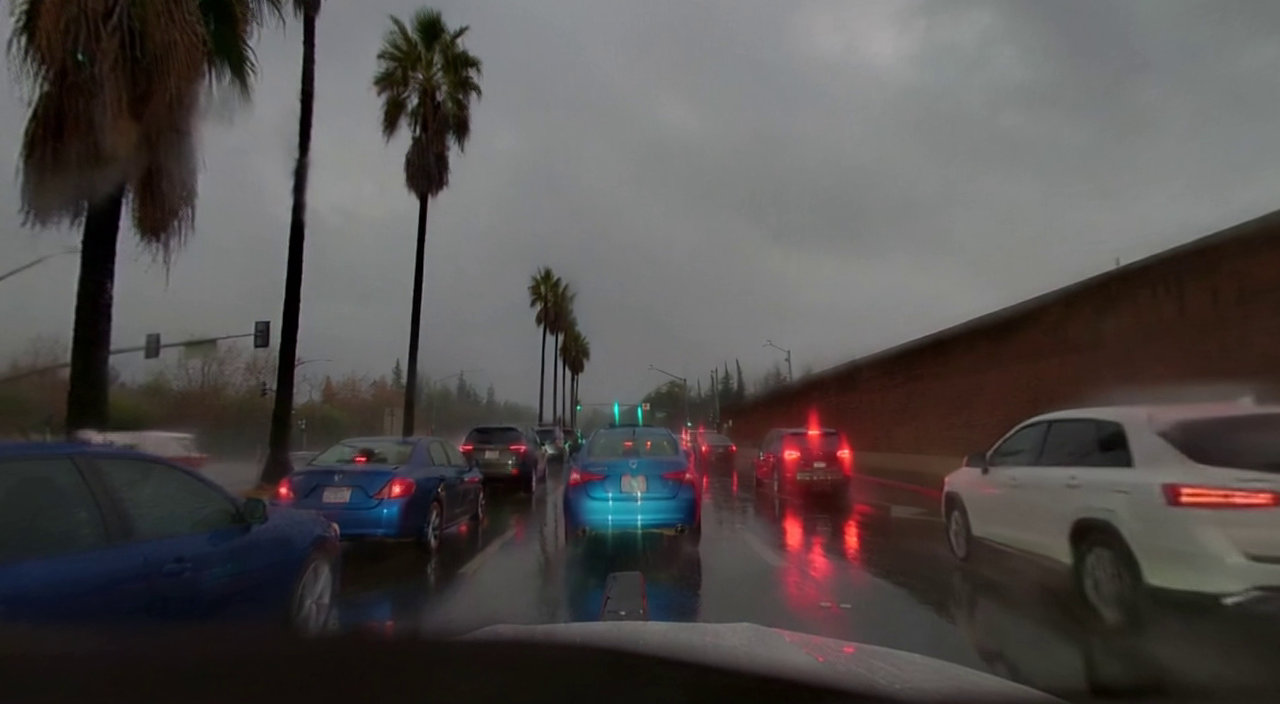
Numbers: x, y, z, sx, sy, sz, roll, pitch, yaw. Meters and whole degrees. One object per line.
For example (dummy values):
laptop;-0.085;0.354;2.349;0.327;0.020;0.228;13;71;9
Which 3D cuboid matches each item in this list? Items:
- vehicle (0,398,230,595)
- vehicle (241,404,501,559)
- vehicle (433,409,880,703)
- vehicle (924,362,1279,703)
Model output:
vehicle;-6.675;1.404;6.386;1.963;1.721;4.662;0;-8;-2
vehicle;-3.519;1.773;9.270;2.055;1.746;4.136;0;-8;-2
vehicle;0.045;1.335;5.196;2.128;1.473;4.272;0;-8;-1
vehicle;3.930;1.201;4.857;2.112;1.717;4.432;-2;-9;11
